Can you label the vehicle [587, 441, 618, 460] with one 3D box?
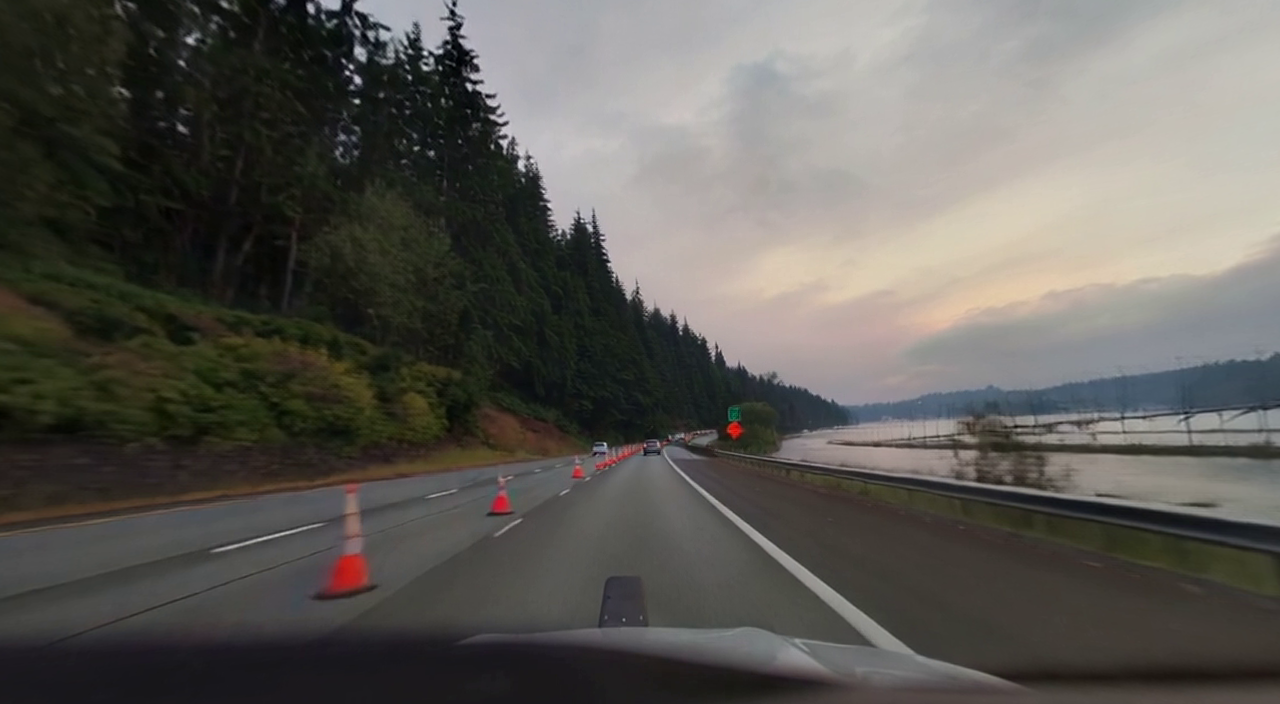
[{"bbox_3d":[-2.886,7.765,49.804,2.118,1.475,4.263,0,-8,1],"label":"vehicle"}]
